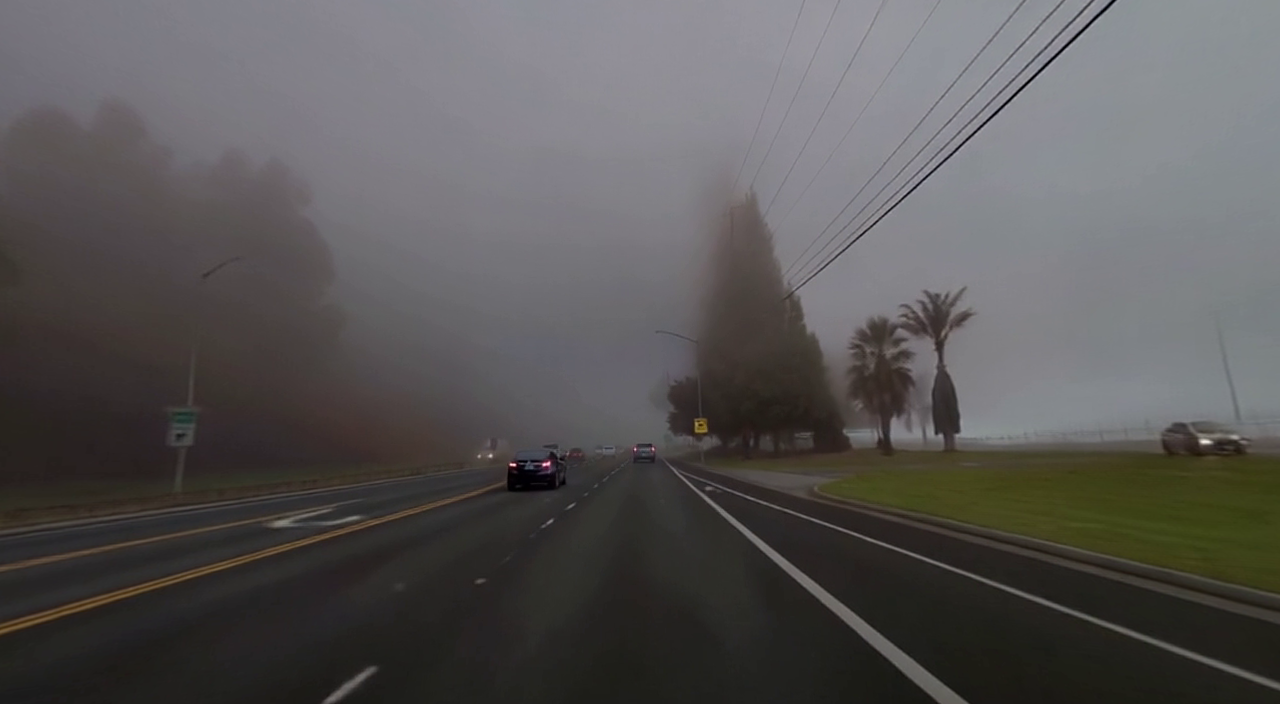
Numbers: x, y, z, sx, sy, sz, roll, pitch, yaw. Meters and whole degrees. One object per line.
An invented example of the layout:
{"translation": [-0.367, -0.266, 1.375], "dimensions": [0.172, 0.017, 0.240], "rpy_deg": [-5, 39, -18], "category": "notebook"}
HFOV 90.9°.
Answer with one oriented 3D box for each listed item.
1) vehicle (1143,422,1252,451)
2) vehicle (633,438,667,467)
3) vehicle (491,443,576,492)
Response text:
{"translation": [32.067, 4.937, 36.484], "dimensions": [1.806, 1.552, 4.740], "rpy_deg": [0, -9, -3], "category": "vehicle"}
{"translation": [0.637, 6.648, 41.639], "dimensions": [2.155, 1.781, 3.977], "rpy_deg": [0, -9, 0], "category": "vehicle"}
{"translation": [-3.404, 3.783, 20.956], "dimensions": [1.982, 1.451, 4.152], "rpy_deg": [-1, -9, 2], "category": "vehicle"}
